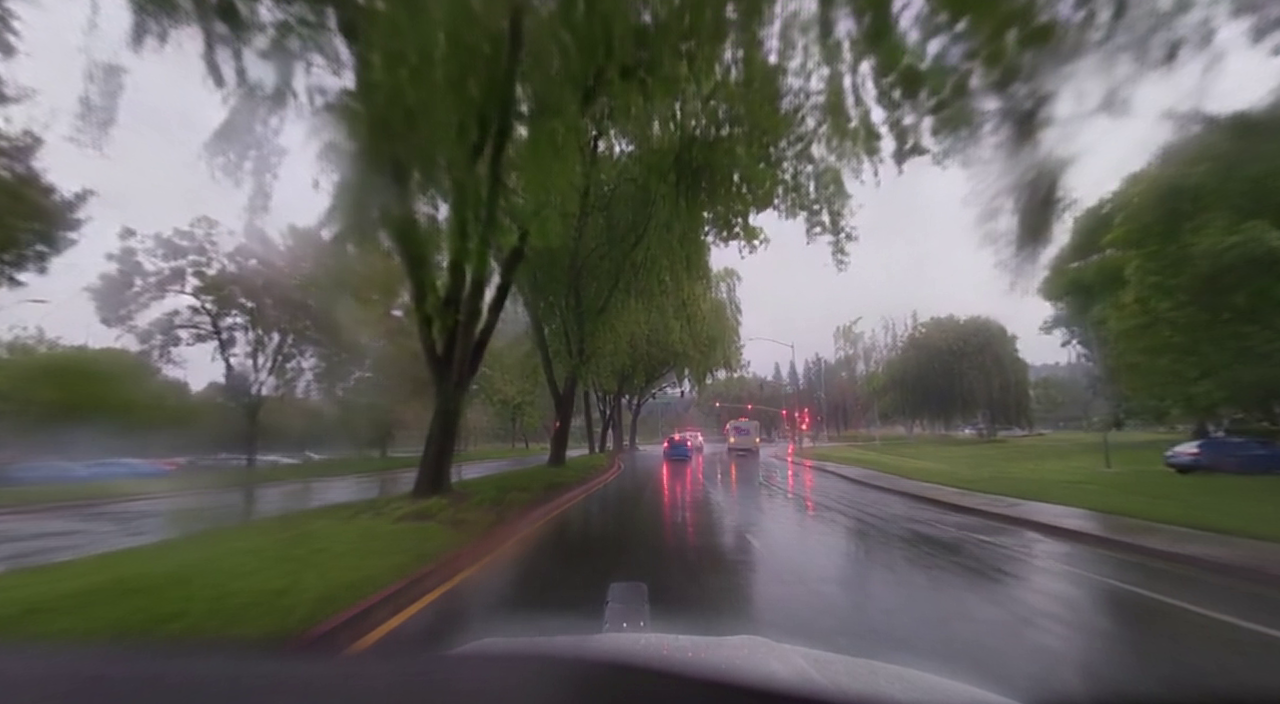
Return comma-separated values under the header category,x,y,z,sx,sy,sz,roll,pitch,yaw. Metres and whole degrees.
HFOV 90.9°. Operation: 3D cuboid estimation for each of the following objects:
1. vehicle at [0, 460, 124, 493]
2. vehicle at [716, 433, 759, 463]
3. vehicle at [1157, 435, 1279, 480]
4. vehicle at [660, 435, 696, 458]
category,x,y,z,sx,sy,sz,roll,pitch,yaw
vehicle,-27.812,5.979,30.367,4.275,1.430,1.878,-1,-8,3
vehicle,5.271,5.251,34.625,1.989,1.497,4.436,-1,-8,5
vehicle,20.500,3.516,21.093,4.627,1.418,1.800,-1,-8,6
vehicle,2.639,6.431,43.043,2.066,1.482,4.273,-1,-8,8
